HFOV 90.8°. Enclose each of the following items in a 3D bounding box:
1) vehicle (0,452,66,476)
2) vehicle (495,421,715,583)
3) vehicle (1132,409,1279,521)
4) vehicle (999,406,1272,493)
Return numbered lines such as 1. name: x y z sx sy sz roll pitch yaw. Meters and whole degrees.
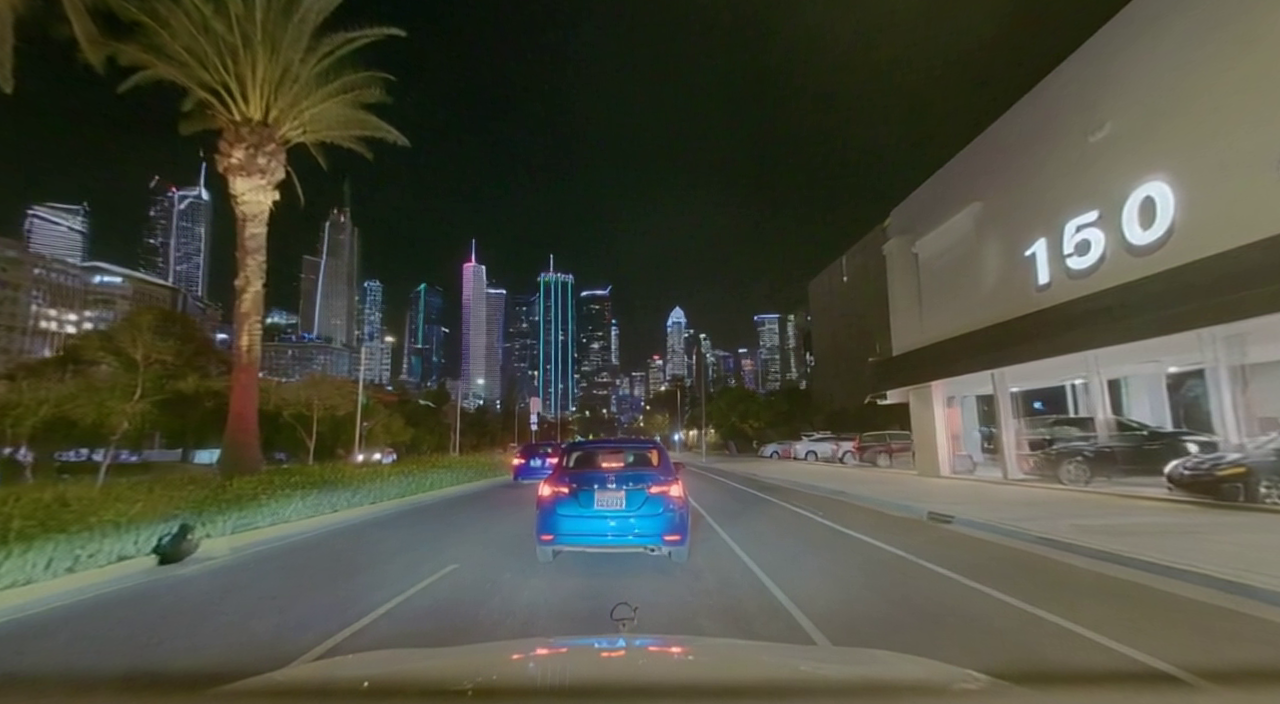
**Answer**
1. vehicle: -41.650 7.506 42.372 4.261 1.507 1.977 0 -8 0
2. vehicle: -0.307 1.656 7.702 2.004 1.465 3.713 0 -8 0
3. vehicle: 12.632 1.963 11.683 5.188 1.805 2.228 -2 -8 -2
4. vehicle: 12.885 2.583 16.807 5.187 1.962 2.196 -3 -9 3
